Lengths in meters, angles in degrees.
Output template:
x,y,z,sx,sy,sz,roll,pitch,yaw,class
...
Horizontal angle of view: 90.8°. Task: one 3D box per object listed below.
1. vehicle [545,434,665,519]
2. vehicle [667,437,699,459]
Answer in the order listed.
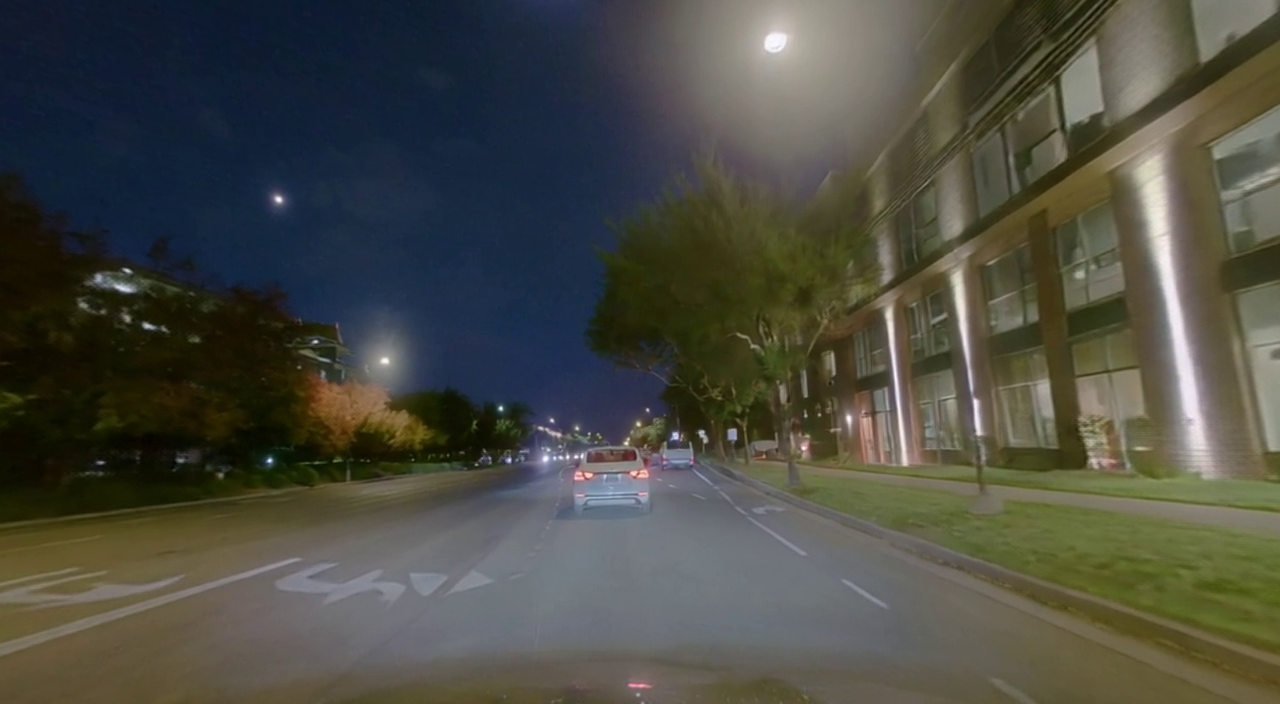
x,y,z,sx,sy,sz,roll,pitch,yaw,class
-0.734,2.535,13.446,2.116,1.479,4.358,0,-8,-3,vehicle
2.976,6.724,44.360,1.972,1.484,3.974,0,-8,1,vehicle
